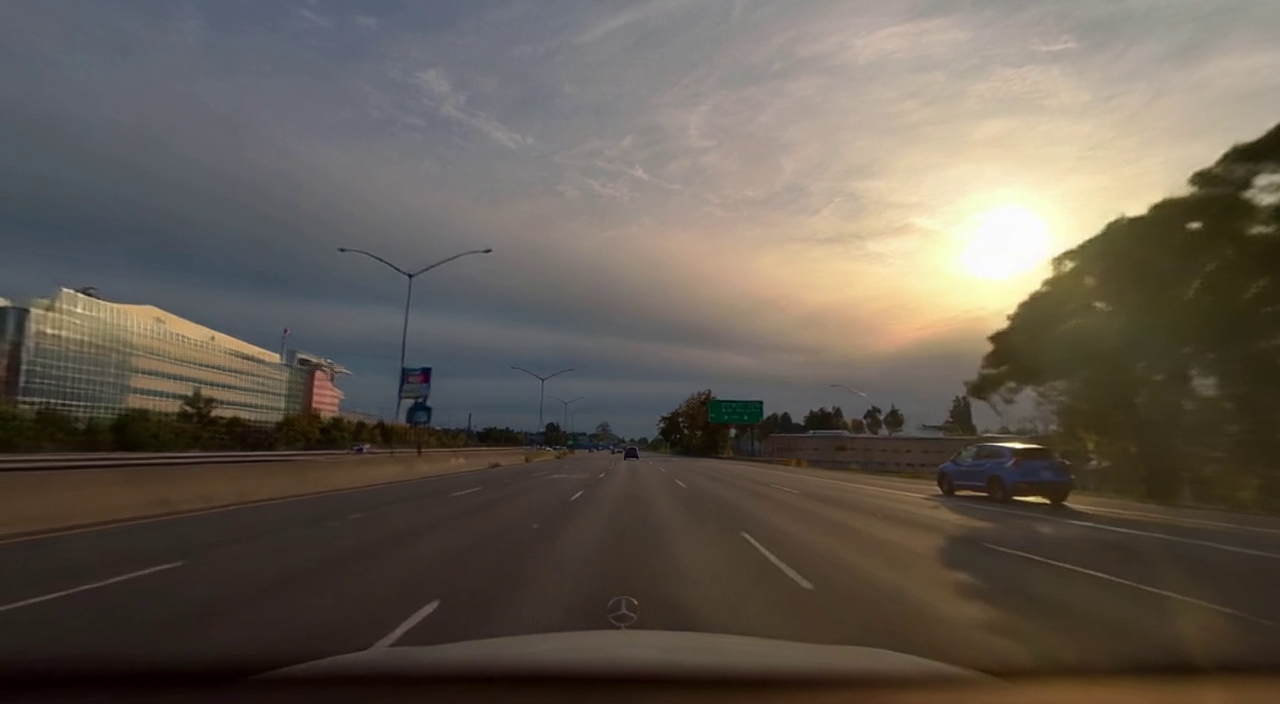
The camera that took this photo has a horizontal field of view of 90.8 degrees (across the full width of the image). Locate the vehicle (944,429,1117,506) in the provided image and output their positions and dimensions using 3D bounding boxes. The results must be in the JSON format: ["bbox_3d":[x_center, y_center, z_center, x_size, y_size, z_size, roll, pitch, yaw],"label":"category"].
[{"bbox_3d":[13.273,3.946,22.026,2.411,2.326,5.300,0,-9,-2],"label":"vehicle"}]
